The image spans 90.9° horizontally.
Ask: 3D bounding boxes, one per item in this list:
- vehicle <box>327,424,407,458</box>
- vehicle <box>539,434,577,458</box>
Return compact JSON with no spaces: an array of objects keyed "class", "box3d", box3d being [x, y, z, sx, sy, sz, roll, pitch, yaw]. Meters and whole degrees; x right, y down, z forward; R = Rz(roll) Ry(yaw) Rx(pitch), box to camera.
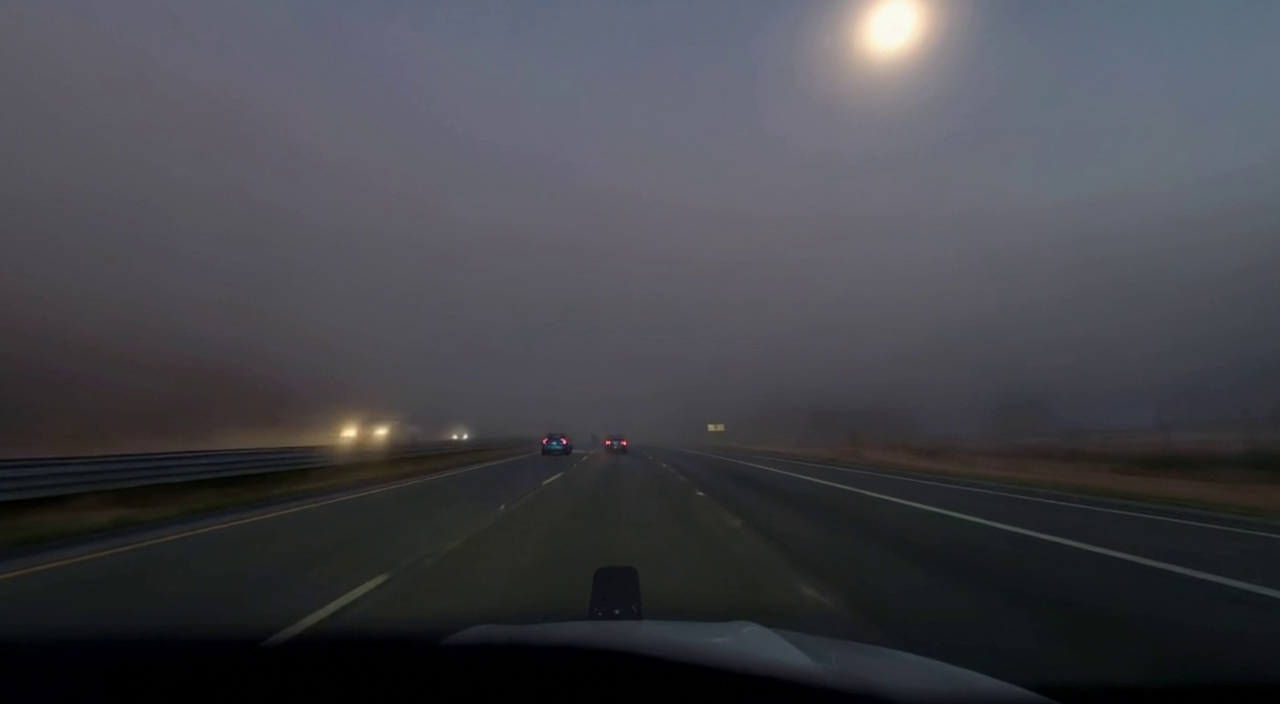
[{"class":"vehicle","box3d":[-13.472,4.413,31.451,1.925,1.552,4.875,0,-8,-2]},{"class":"vehicle","box3d":[-5.444,6.315,42.566,2.141,1.534,5.099,0,-8,-3]}]
